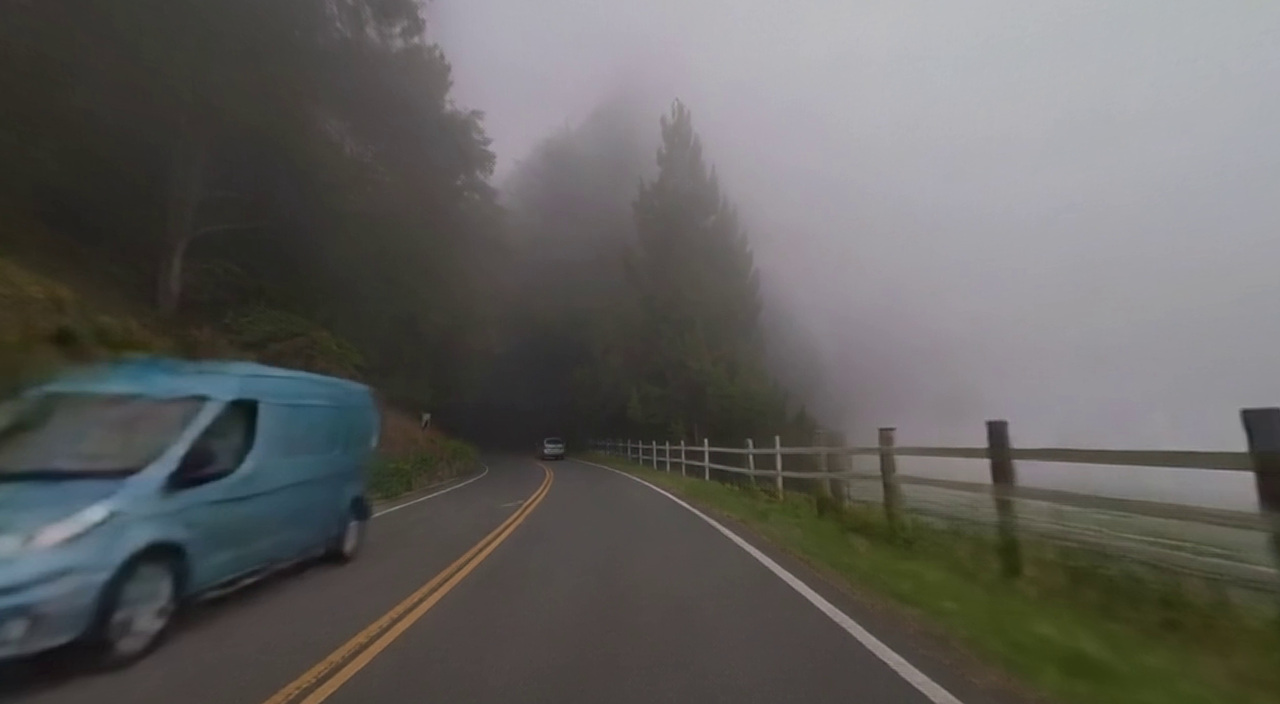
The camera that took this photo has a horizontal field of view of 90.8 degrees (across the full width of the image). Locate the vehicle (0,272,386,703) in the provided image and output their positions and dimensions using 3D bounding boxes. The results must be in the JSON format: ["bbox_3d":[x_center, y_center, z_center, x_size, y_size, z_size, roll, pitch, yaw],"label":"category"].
[{"bbox_3d":[-4.634,1.119,6.173,2.373,2.488,5.160,0,-9,-4],"label":"vehicle"}]
